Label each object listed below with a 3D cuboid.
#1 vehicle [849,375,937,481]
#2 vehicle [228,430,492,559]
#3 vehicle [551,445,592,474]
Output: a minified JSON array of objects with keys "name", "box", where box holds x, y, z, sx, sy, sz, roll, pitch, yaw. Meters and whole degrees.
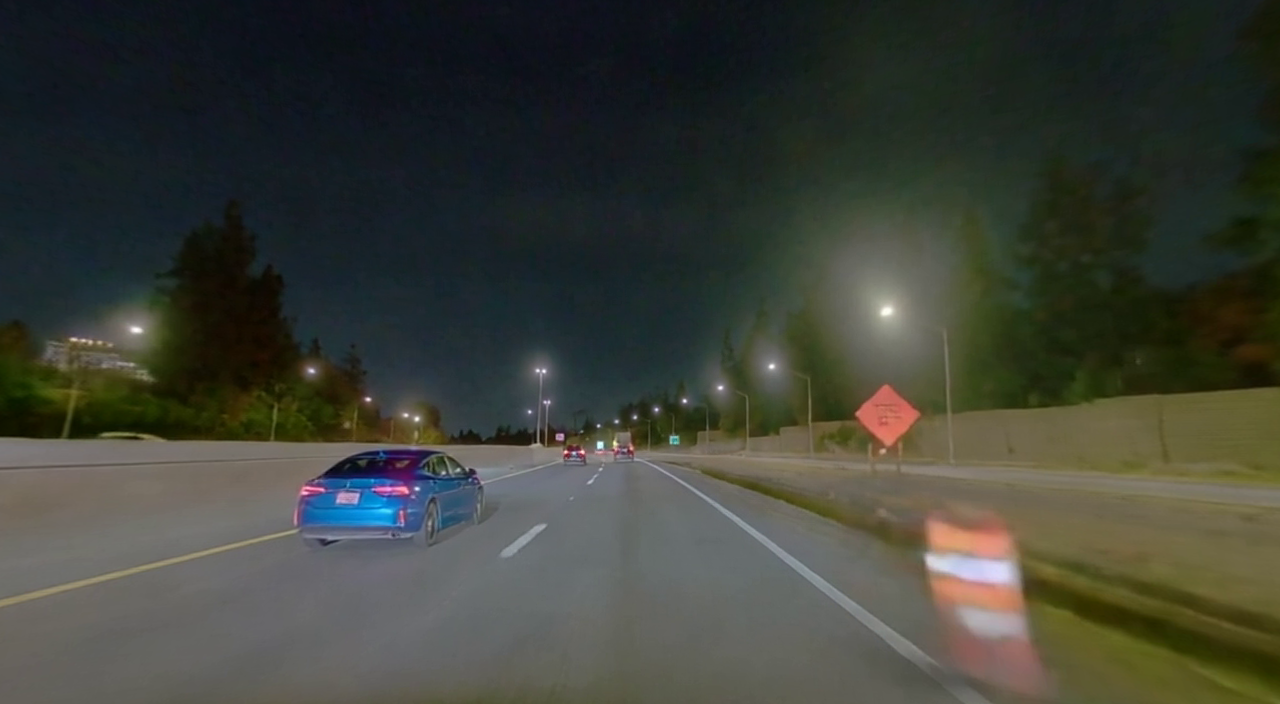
[{"name":"vehicle","box":[10.457,3.190,26.302,2.203,4.166,2.914,0,-9,-1]},{"name":"vehicle","box":[-3.905,2.070,9.924,2.012,1.510,4.672,0,-9,0]},{"name":"vehicle","box":[-3.749,5.937,34.907,1.965,1.459,4.145,1,-9,-2]}]
